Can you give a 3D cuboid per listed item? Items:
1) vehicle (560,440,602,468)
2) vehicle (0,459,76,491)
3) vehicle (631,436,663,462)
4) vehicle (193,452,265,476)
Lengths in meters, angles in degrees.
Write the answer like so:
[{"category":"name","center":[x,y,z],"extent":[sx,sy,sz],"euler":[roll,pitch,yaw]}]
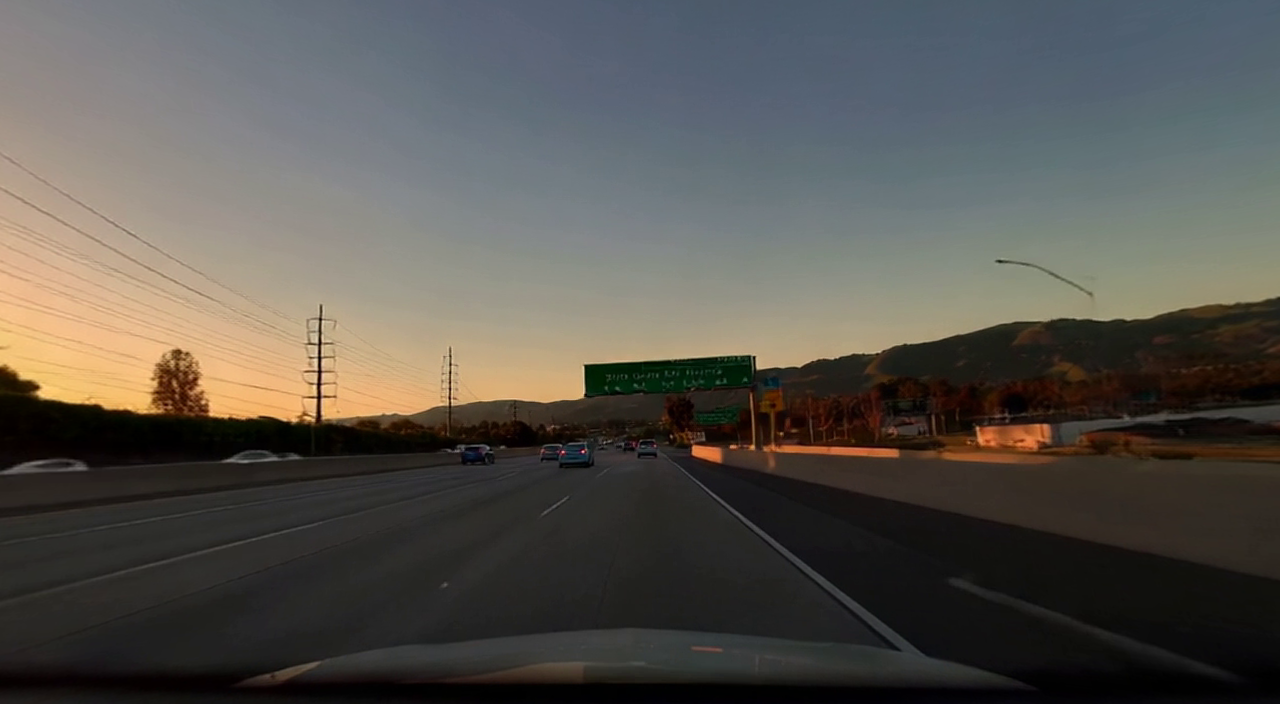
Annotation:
[{"category":"vehicle","center":[-3.316,5.844,36.403],"extent":[1.967,1.517,4.808],"euler":[0,-8,0]},{"category":"vehicle","center":[-31.938,6.285,32.356],"extent":[1.874,1.440,4.364],"euler":[0,-8,0]},{"category":"vehicle","center":[0.448,6.921,45.221],"extent":[2.194,1.737,4.127],"euler":[0,-8,-1]},{"category":"vehicle","center":[-27.544,7.501,42.453],"extent":[1.791,1.439,4.406],"euler":[-1,-8,1]}]
